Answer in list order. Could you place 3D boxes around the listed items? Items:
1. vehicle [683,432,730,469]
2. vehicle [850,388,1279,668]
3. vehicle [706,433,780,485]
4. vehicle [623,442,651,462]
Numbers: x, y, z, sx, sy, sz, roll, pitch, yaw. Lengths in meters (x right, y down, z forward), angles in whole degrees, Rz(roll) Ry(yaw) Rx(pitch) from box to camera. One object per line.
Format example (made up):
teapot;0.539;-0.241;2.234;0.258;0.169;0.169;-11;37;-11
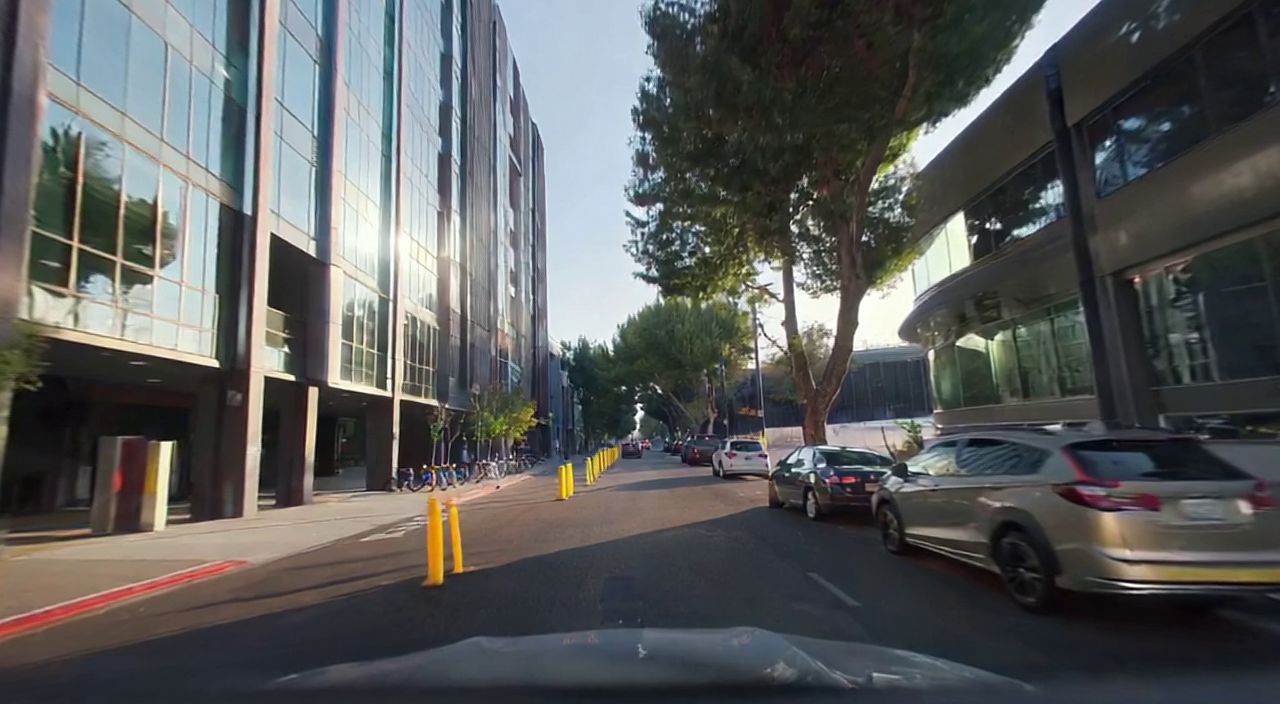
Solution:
vehicle;3.592;5.435;34.991;2.127;1.864;4.892;0;-9;1
vehicle;3.793;1.390;6.149;1.918;1.674;4.464;-1;-8;0
vehicle;3.850;4.074;24.319;1.999;1.769;4.191;-1;-8;-1
vehicle;-0.201;7.796;49.525;2.070;1.493;4.269;0;-8;0
